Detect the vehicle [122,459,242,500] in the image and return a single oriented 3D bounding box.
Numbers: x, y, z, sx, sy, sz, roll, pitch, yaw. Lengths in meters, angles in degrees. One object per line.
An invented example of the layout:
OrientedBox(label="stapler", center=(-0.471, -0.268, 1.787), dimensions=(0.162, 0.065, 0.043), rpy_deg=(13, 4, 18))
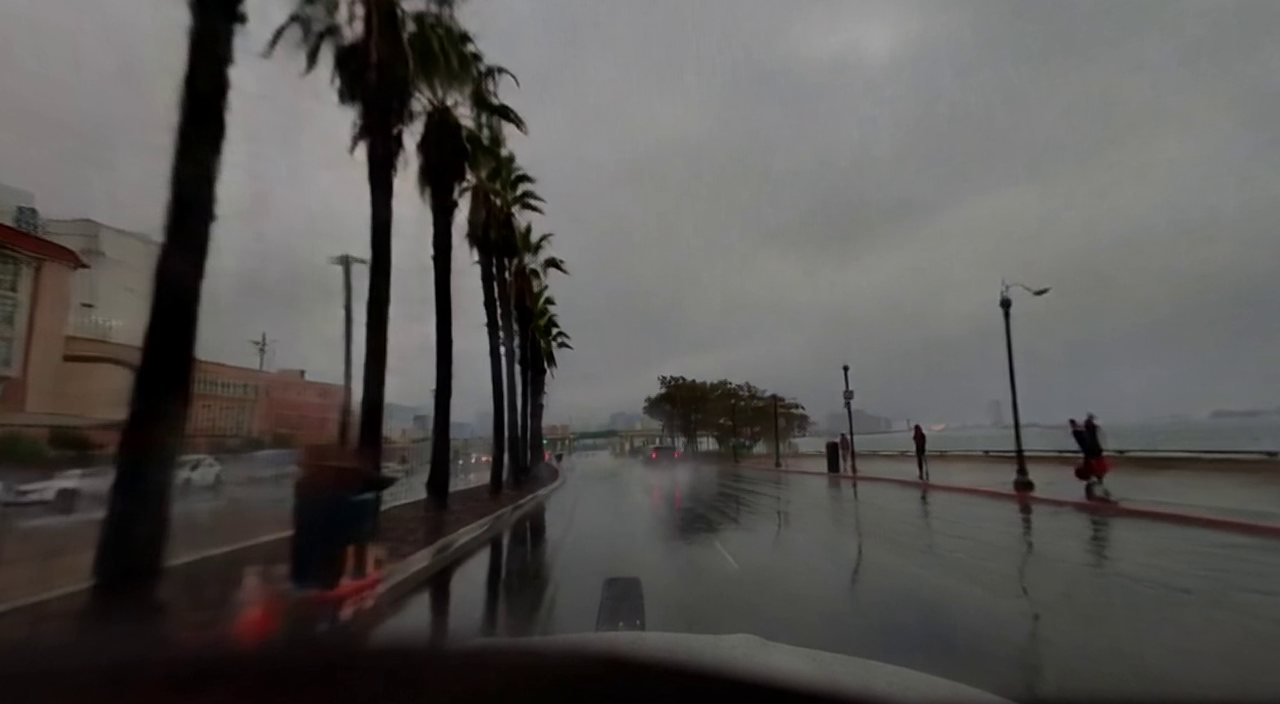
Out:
OrientedBox(label="vehicle", center=(-21.979, 6.113, 30.645), dimensions=(2.285, 1.689, 4.968), rpy_deg=(0, -9, -4))

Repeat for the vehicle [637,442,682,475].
OrientedBox(label="vehicle", center=(1.184, 7.084, 42.332), dimensions=(2.284, 2.010, 6.670), rpy_deg=(0, -9, -4))
